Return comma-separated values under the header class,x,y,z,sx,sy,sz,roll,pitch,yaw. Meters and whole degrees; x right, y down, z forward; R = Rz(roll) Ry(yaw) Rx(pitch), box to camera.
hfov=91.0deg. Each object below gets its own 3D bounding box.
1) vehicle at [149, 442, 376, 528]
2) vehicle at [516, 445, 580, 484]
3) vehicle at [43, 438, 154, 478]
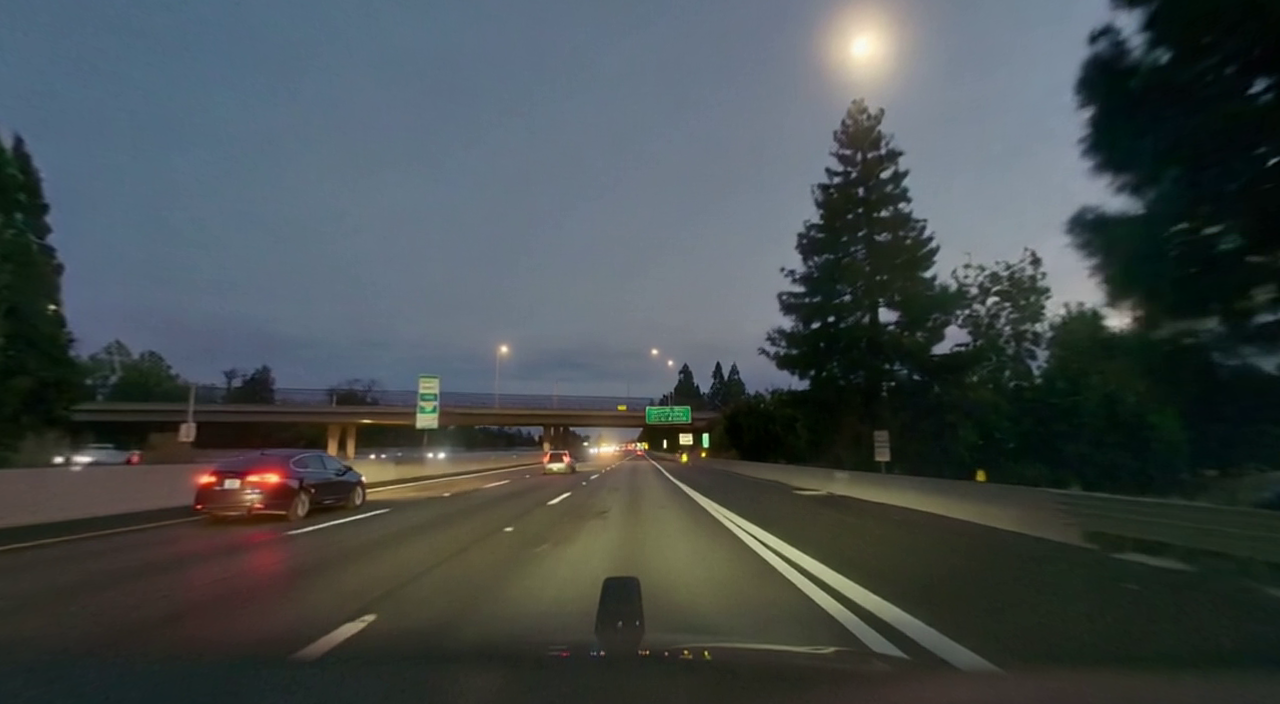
class,x,y,z,sx,sy,sz,roll,pitch,yaw
vehicle,-7.716,2.733,13.587,2.002,1.507,4.631,0,-9,0
vehicle,-4.020,5.025,28.395,2.102,1.571,4.666,0,-9,1
vehicle,-36.077,7.091,42.257,2.199,2.455,5.758,0,-9,1
